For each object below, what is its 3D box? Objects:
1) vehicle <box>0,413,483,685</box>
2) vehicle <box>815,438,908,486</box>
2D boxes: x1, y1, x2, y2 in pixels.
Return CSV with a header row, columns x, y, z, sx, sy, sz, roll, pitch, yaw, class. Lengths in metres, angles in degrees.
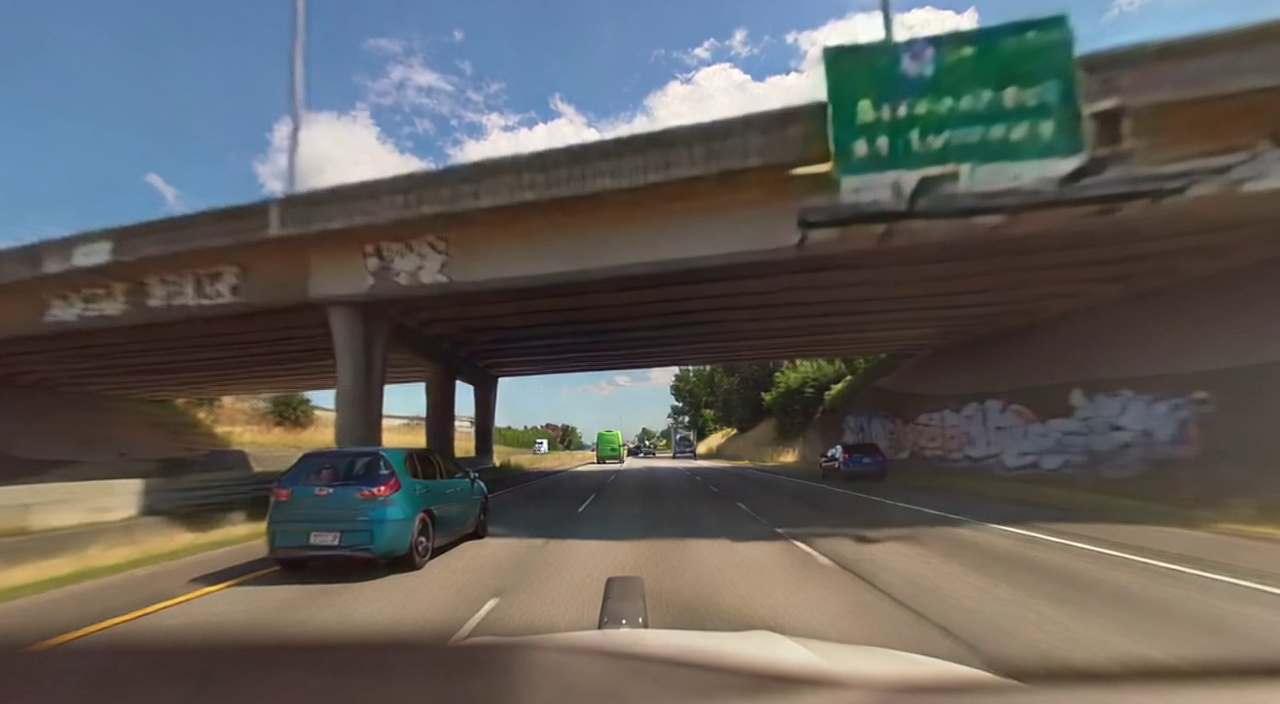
x,y,z,sx,sy,sz,roll,pitch,yaw,class
-3.111,1.452,5.881,2.029,1.472,4.721,0,-9,1,vehicle
8.297,4.159,24.054,1.936,1.664,4.198,0,-9,-1,vehicle
